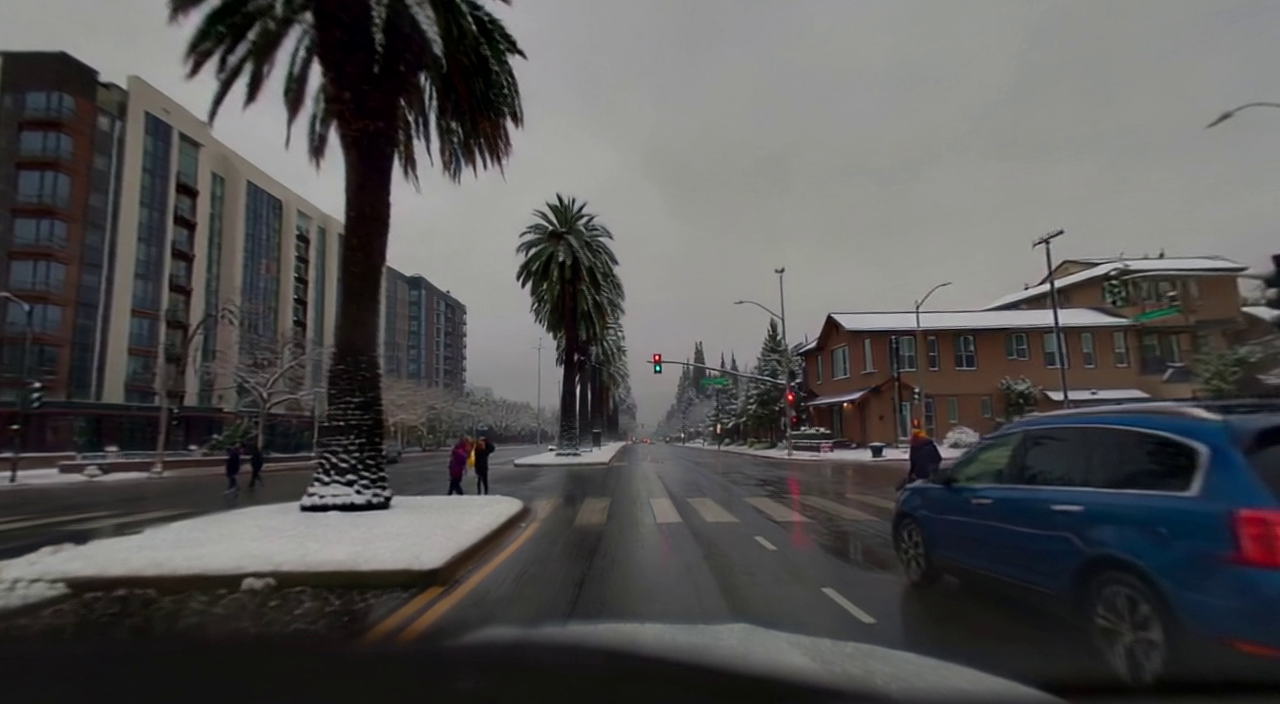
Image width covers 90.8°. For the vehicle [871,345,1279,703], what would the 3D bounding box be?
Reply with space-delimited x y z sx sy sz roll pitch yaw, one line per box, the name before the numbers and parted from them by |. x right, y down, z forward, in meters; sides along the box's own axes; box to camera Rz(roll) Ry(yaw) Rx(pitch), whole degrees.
vehicle | 3.348 1.060 4.070 2.060 1.631 4.169 0 -9 -1
